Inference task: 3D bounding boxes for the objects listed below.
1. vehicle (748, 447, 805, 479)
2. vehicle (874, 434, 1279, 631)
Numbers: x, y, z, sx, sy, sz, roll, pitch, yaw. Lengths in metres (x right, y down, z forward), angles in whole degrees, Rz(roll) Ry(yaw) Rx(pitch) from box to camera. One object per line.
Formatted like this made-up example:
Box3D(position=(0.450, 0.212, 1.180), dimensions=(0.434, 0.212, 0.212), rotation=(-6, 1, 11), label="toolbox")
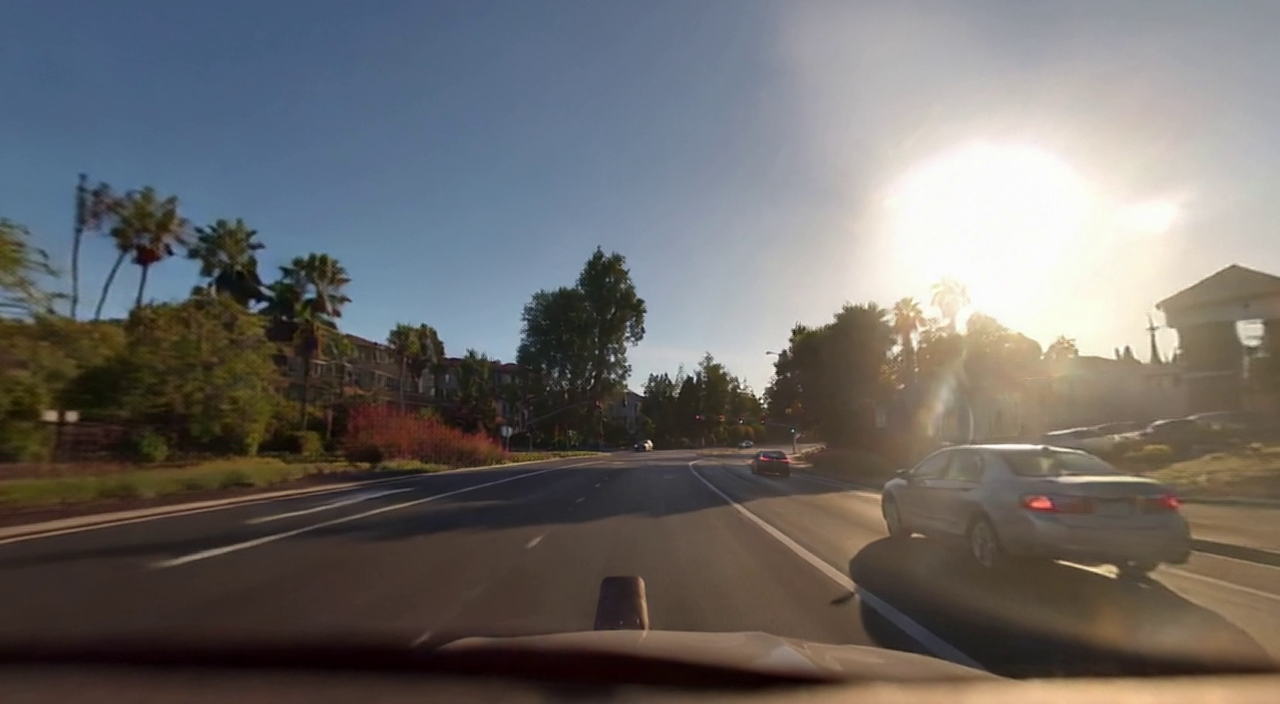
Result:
Box3D(position=(6.797, 5.557, 31.950), dimensions=(2.144, 1.473, 4.638), rotation=(-1, -9, 4), label="vehicle")
Box3D(position=(4.229, 1.675, 6.813), dimensions=(1.993, 1.483, 3.821), rotation=(0, -8, 1), label="vehicle")
